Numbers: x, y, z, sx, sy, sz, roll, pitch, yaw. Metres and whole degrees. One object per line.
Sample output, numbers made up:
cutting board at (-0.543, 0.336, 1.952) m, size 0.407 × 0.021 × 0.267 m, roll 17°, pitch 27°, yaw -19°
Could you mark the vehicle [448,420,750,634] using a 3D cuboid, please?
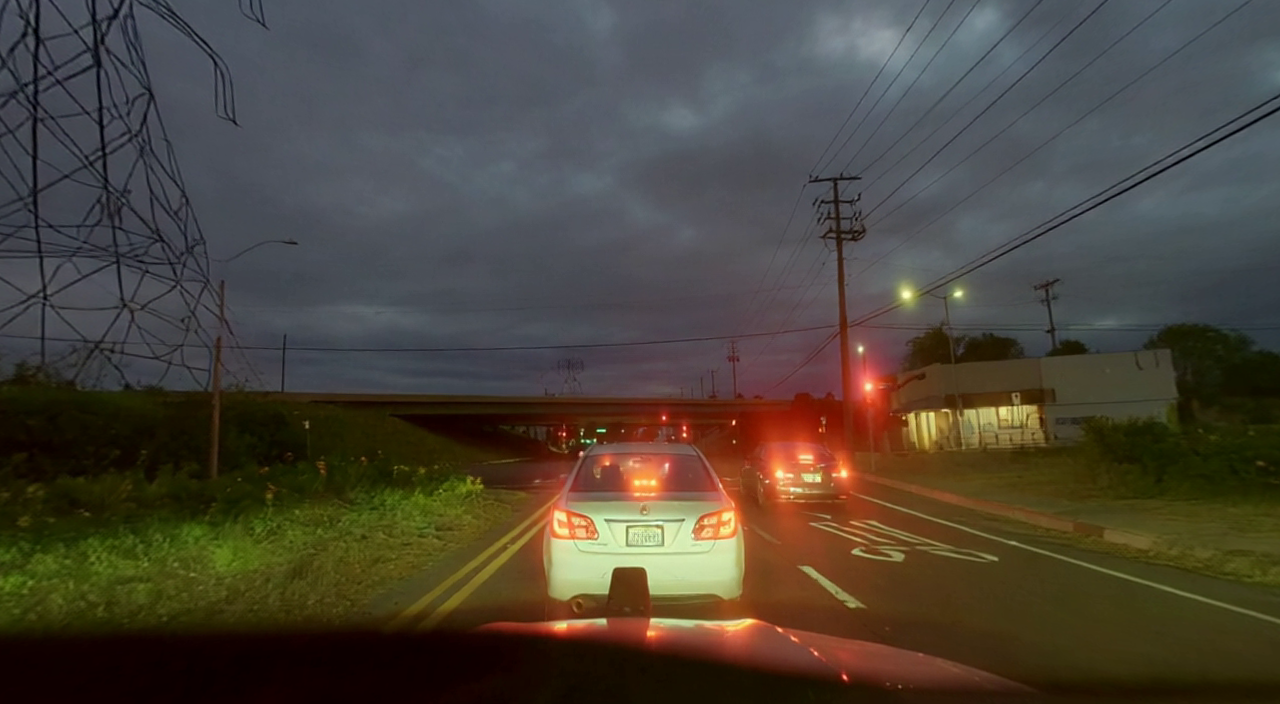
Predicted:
vehicle at (-0.249, 1.522, 6.450) m, size 2.090 × 1.458 × 4.033 m, roll -1°, pitch -9°, yaw 1°
